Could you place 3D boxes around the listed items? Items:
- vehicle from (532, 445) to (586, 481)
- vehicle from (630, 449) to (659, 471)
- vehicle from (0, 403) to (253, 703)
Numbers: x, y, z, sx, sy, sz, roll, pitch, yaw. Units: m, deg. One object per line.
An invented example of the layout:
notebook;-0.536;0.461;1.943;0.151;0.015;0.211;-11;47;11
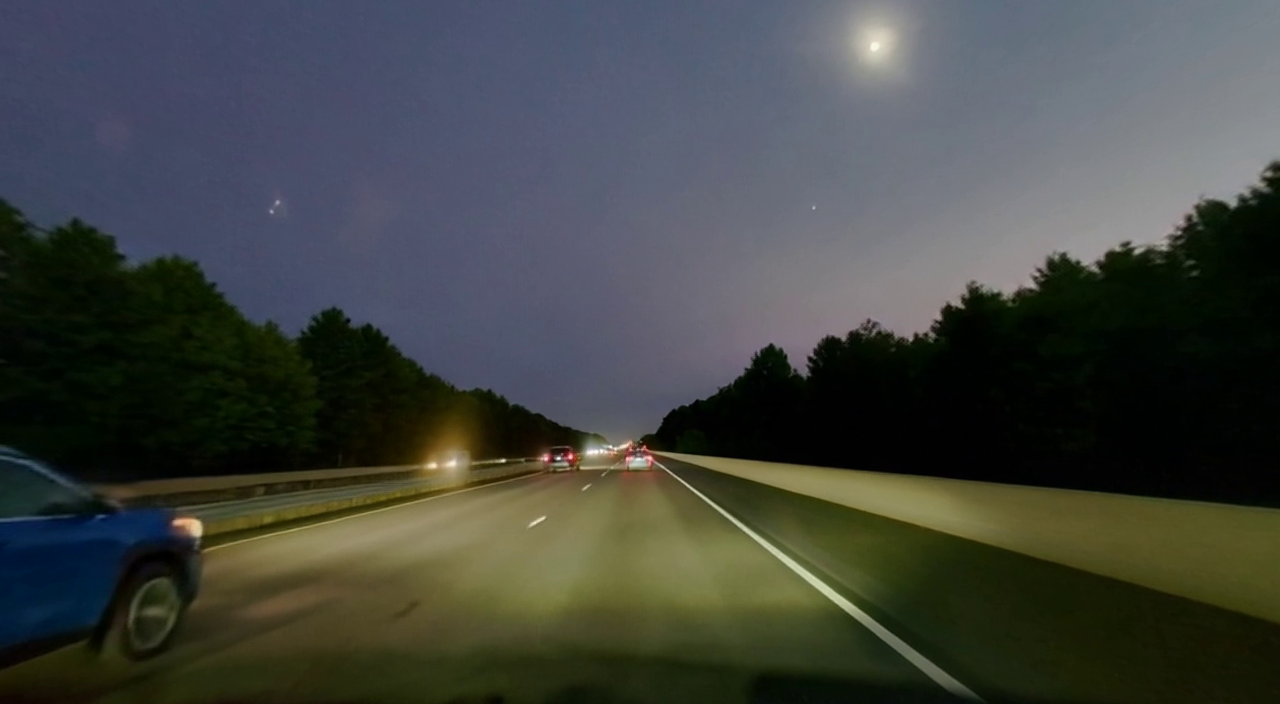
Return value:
vehicle;-3.998;5.529;31.802;2.100;1.667;4.223;0;-9;1
vehicle;0.319;7.900;46.322;2.046;1.452;4.407;0;-9;0
vehicle;-3.842;0.933;2.377;2.034;1.520;4.236;0;-9;1
